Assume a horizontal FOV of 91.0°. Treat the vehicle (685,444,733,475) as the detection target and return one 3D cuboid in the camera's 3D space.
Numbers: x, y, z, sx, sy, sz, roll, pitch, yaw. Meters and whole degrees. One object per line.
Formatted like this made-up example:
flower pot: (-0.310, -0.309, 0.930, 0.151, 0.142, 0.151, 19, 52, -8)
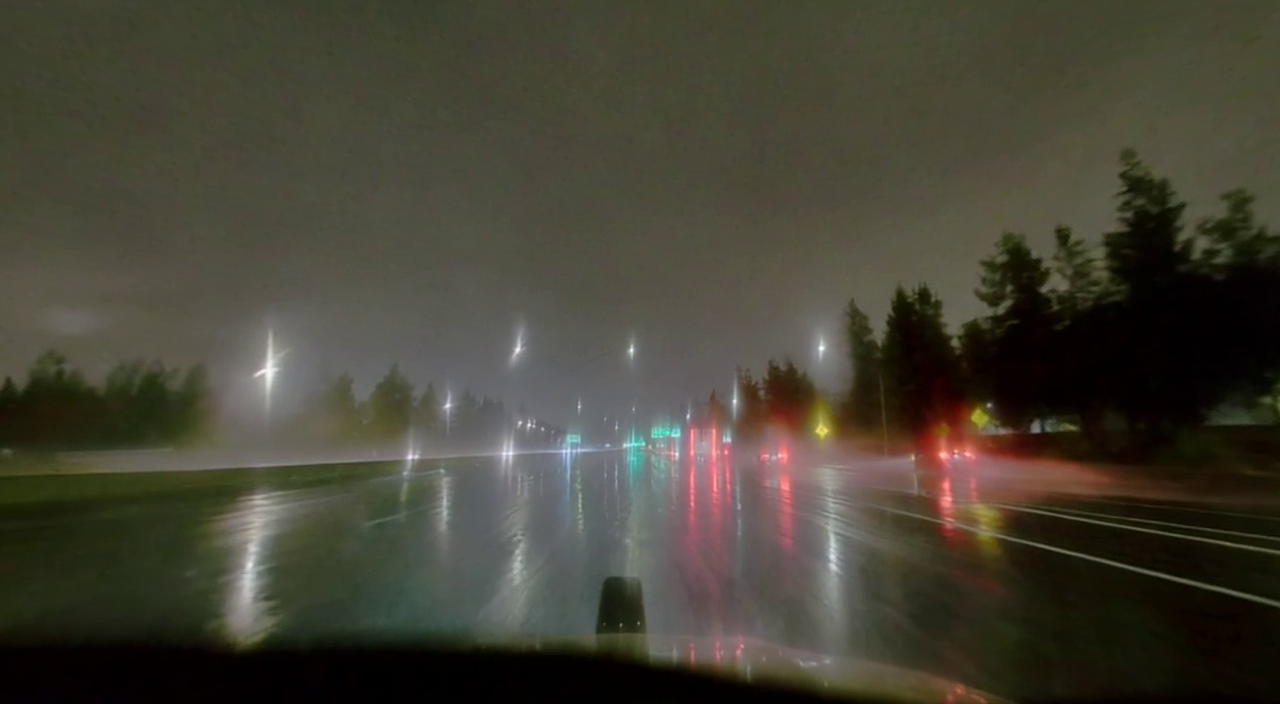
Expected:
vehicle: (3.584, 5.688, 33.580, 2.033, 1.501, 4.398, 0, -9, -1)
